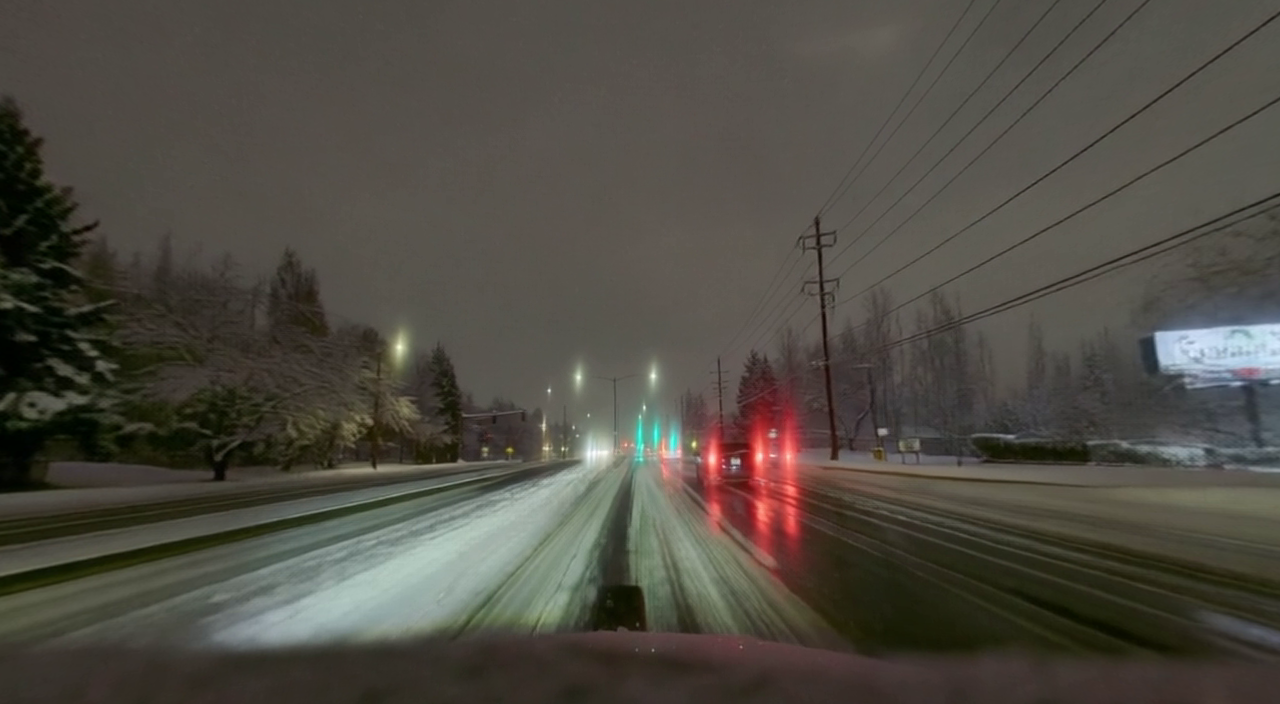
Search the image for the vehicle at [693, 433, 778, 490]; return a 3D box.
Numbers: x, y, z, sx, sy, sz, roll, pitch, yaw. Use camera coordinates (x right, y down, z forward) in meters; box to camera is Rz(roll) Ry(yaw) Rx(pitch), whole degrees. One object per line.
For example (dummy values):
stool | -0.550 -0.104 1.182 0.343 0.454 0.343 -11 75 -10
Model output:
vehicle | 3.010 3.576 20.866 2.078 1.668 4.078 0 -9 -1
